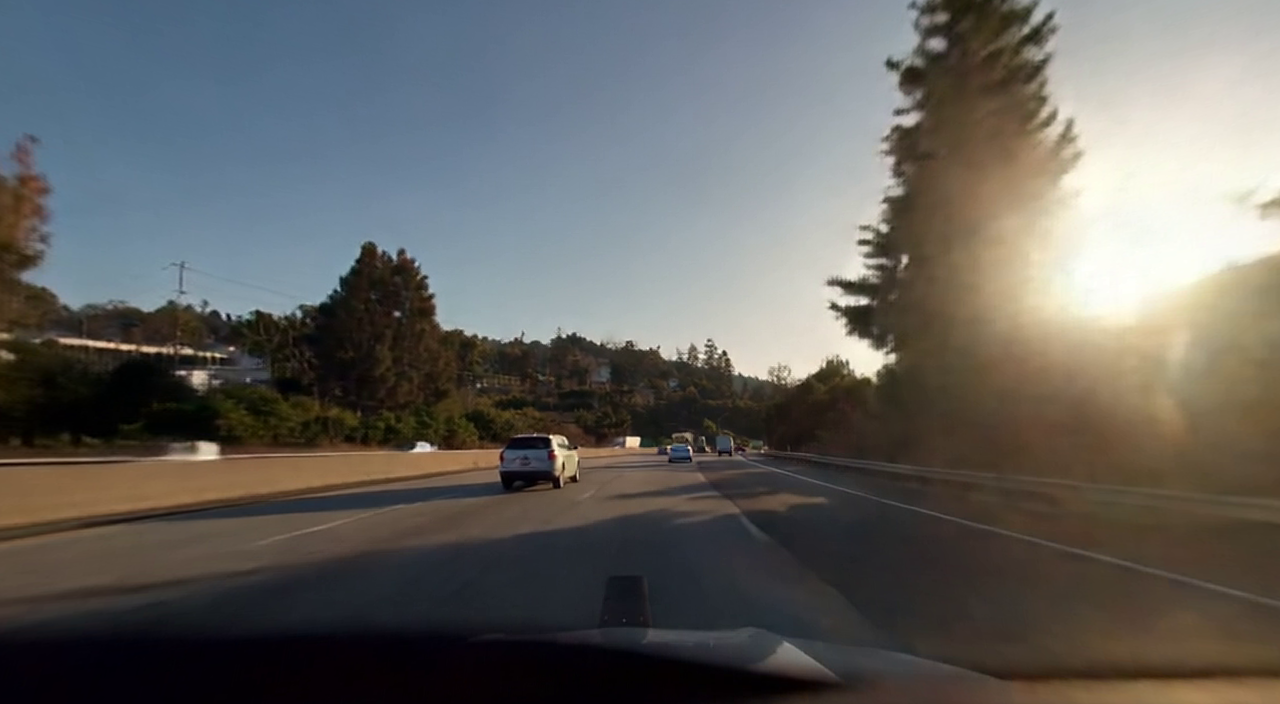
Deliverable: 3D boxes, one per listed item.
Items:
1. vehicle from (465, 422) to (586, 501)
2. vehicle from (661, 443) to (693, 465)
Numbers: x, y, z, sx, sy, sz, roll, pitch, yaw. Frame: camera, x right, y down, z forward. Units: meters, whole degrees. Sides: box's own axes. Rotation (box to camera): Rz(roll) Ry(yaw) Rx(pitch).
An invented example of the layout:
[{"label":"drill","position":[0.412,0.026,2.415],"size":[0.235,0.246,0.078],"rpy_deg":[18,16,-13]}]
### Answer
[{"label":"vehicle","position":[-2.888,2.931,17.215],"size":[2.185,1.823,4.854],"rpy_deg":[0,-9,3]},{"label":"vehicle","position":[2.583,7.012,43.452],"size":[2.158,1.458,3.656],"rpy_deg":[-1,-9,5]}]
